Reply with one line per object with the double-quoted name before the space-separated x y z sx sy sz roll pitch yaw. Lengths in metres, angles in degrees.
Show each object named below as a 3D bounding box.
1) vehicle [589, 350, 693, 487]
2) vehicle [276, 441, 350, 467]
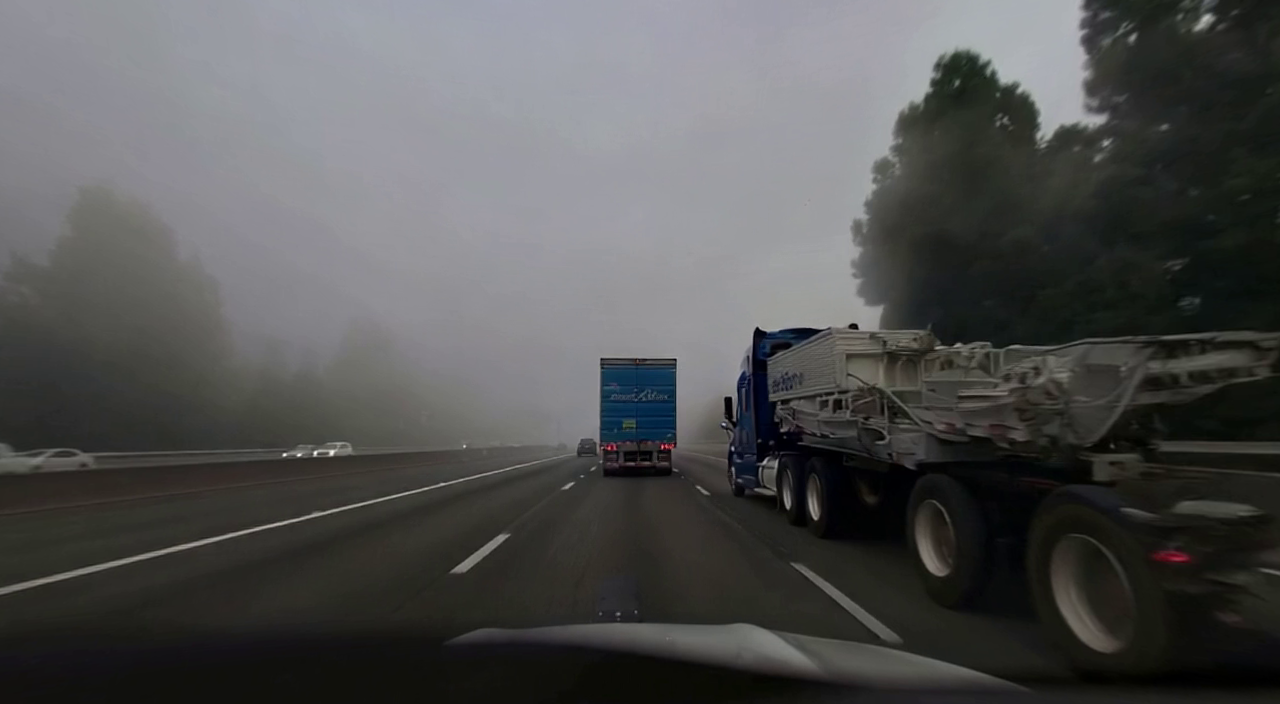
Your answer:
"vehicle" -0.102 2.517 22.816 2.920 3.860 10.035 0 -8 -2
"vehicle" -22.024 6.880 42.694 1.947 1.556 5.825 0 -8 0
